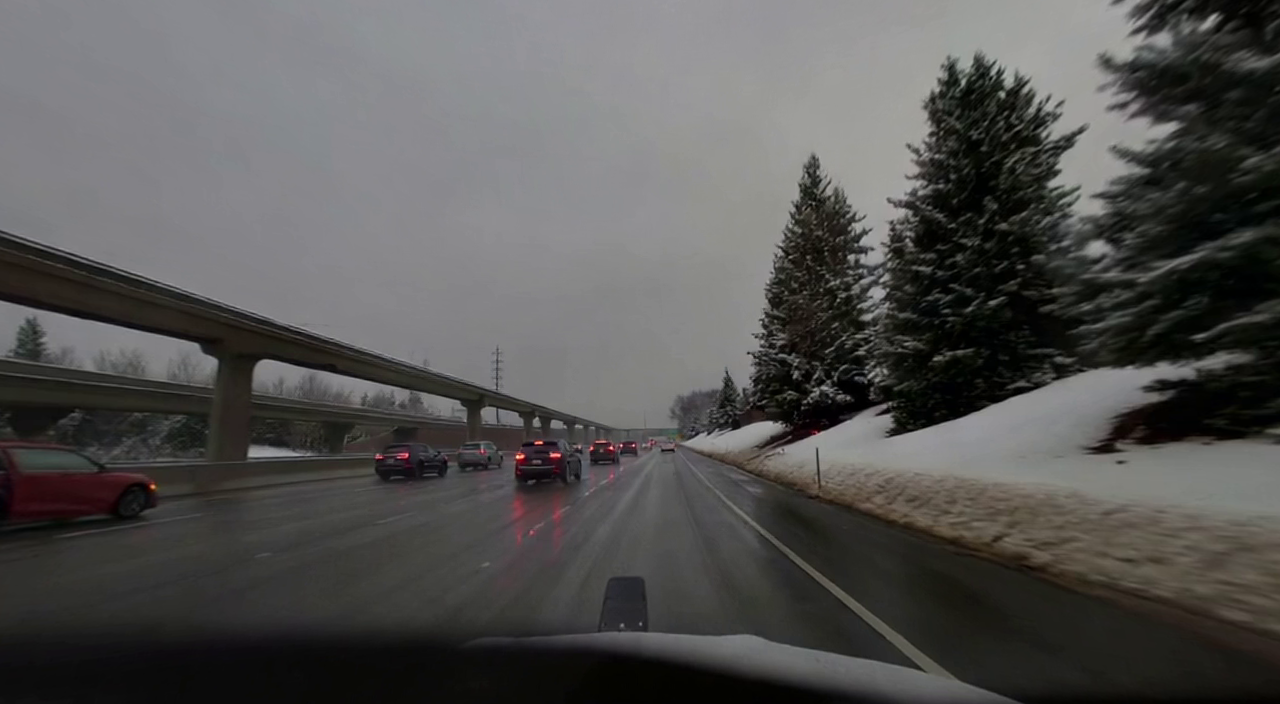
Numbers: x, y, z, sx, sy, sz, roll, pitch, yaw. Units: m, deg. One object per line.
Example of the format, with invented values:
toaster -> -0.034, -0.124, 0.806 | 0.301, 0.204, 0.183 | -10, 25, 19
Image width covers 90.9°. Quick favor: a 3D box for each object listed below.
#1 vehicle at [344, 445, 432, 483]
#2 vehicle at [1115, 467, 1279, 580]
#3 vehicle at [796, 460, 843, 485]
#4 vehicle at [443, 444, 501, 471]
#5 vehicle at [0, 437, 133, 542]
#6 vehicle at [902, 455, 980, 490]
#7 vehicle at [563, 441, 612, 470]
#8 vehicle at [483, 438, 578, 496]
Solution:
vehicle -> -10.621, 4.719, 26.888 | 1.981, 1.484, 3.827 | 0, -8, 3
vehicle -> 10.788, 2.822, 10.573 | 1.962, 1.584, 4.807 | 0, -8, 1
vehicle -> 11.952, 8.050, 42.175 | 1.916, 1.465, 3.951 | 0, -8, -1
vehicle -> -10.183, 6.424, 38.705 | 1.978, 1.498, 4.940 | 0, -8, 3
vehicle -> -10.532, 2.068, 9.520 | 1.958, 1.538, 4.511 | 0, -8, 1
vehicle -> 14.980, 5.982, 31.602 | 1.853, 1.586, 3.727 | 1, -8, -4
vehicle -> -2.752, 5.522, 33.954 | 2.056, 1.449, 4.330 | 0, -8, 2
vehicle -> -3.117, 3.363, 18.879 | 1.939, 1.511, 4.246 | 0, -8, 2
